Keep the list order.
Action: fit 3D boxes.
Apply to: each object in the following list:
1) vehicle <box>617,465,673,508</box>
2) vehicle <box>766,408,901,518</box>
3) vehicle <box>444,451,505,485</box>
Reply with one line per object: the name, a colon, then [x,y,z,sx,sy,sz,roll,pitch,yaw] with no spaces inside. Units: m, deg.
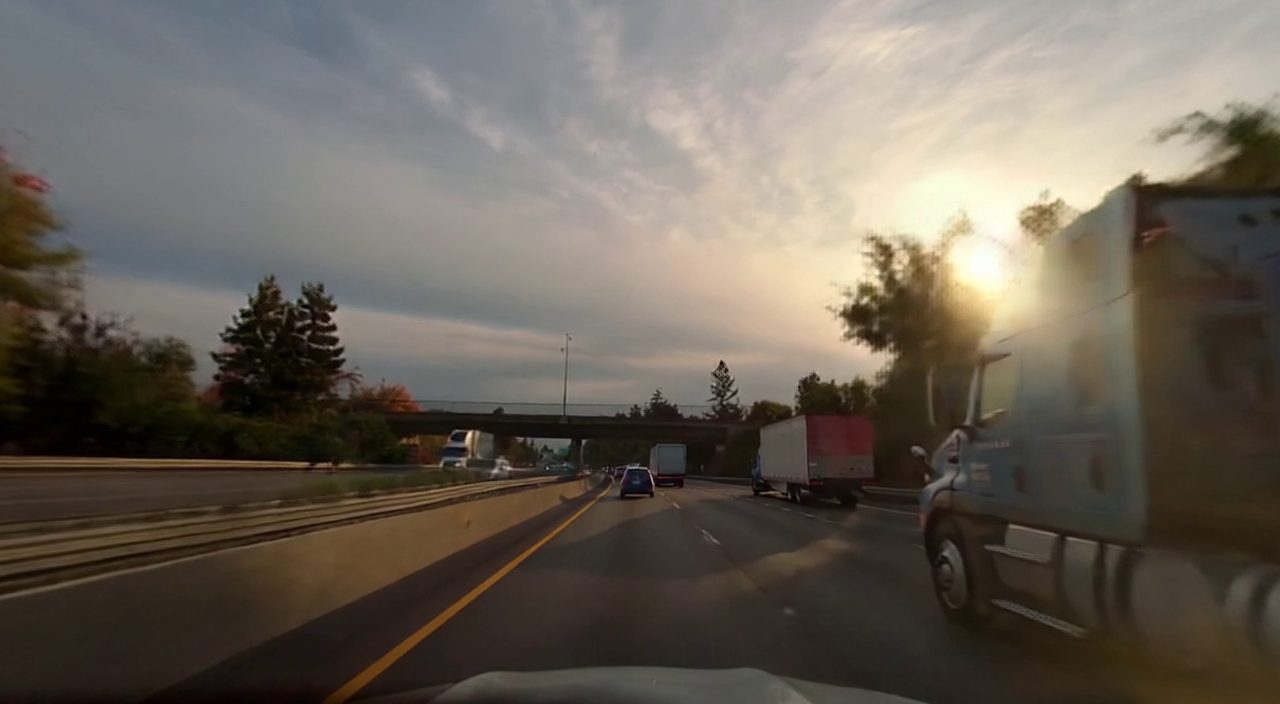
vehicle: [0.183,5.343,25.271,2.067,1.552,3.601,1,-11,0]
vehicle: [7.393,4.521,25.574,2.839,3.684,8.091,1,-11,0]
vehicle: [-8.915,6.358,34.447,1.963,1.668,4.888,1,-11,0]
